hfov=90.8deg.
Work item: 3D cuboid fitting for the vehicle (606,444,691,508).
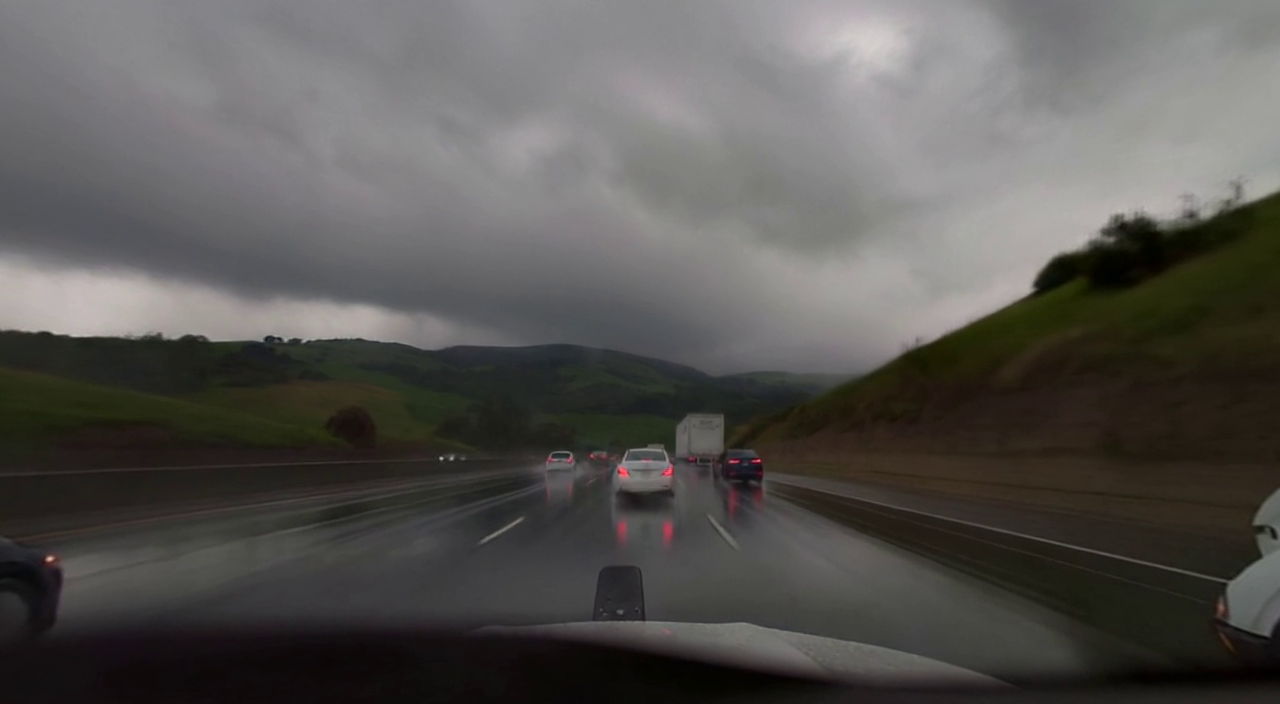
[{"bbox_3d":[0.217,3.254,16.912,2.041,1.484,3.535,0,-9,0],"label":"vehicle"}]

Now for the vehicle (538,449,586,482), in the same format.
[{"bbox_3d":[-3.787,5.579,31.214,1.848,1.486,3.832,0,-9,1],"label":"vehicle"}]

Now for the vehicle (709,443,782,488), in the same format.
[{"bbox_3d":[4.048,4.460,25.035,2.029,1.579,4.484,0,-9,-1],"label":"vehicle"}]

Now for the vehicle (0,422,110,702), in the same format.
[{"bbox_3d":[-4.450,0.891,1.835,1.920,1.506,4.454,0,-9,0],"label":"vehicle"}]
